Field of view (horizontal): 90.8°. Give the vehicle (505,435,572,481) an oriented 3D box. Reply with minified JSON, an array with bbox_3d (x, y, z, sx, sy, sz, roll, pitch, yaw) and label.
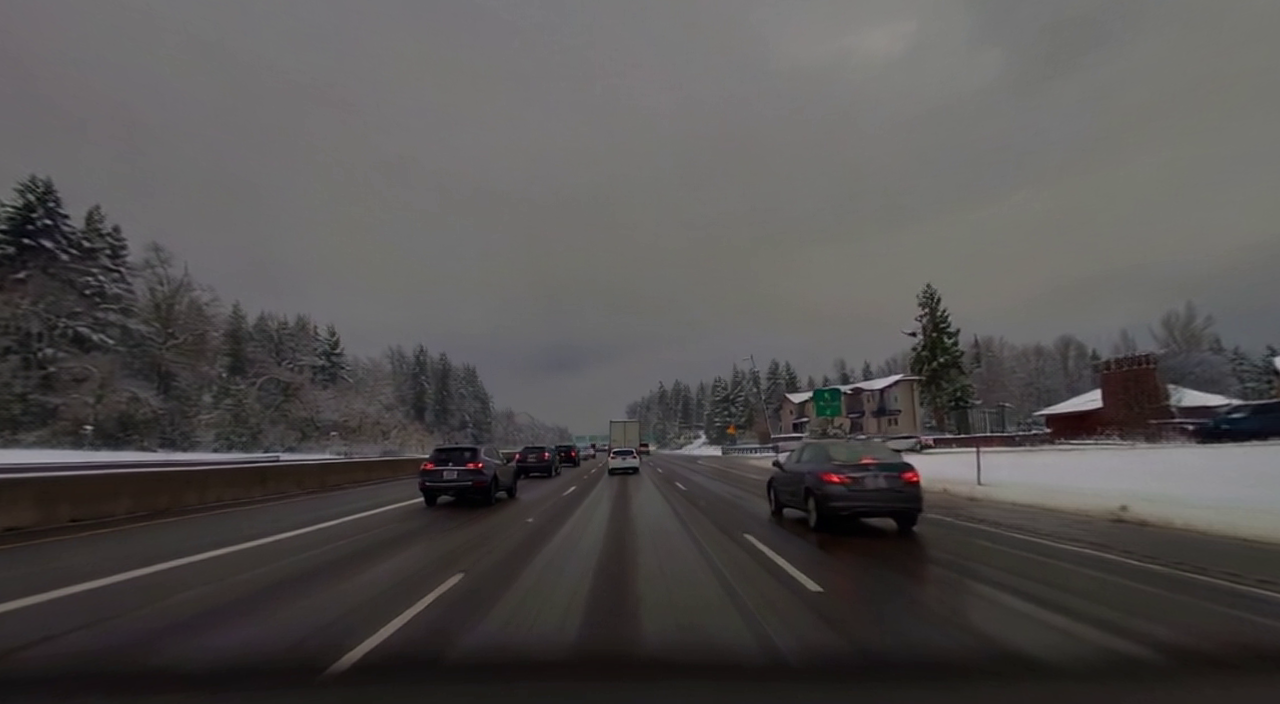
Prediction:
[{"bbox_3d":[-4.577,4.917,29.559,2.301,1.944,5.482,0,-9,-1],"label":"vehicle"}]

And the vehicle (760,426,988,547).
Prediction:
[{"bbox_3d":[3.469,2.084,10.436,2.027,1.554,4.252,0,-9,-1],"label":"vehicle"}]

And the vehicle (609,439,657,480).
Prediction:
[{"bbox_3d":[-0.338,4.892,28.997,2.063,1.703,4.203,0,-9,-1],"label":"vehicle"}]

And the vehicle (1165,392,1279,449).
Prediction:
[{"bbox_3d":[20.031,2.265,20.392,2.048,1.674,4.106,3,-9,-18],"label":"vehicle"}]

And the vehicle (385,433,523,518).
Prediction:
[{"bbox_3d":[-4.080,2.776,14.639,1.988,1.668,4.021,0,-9,0],"label":"vehicle"}]
